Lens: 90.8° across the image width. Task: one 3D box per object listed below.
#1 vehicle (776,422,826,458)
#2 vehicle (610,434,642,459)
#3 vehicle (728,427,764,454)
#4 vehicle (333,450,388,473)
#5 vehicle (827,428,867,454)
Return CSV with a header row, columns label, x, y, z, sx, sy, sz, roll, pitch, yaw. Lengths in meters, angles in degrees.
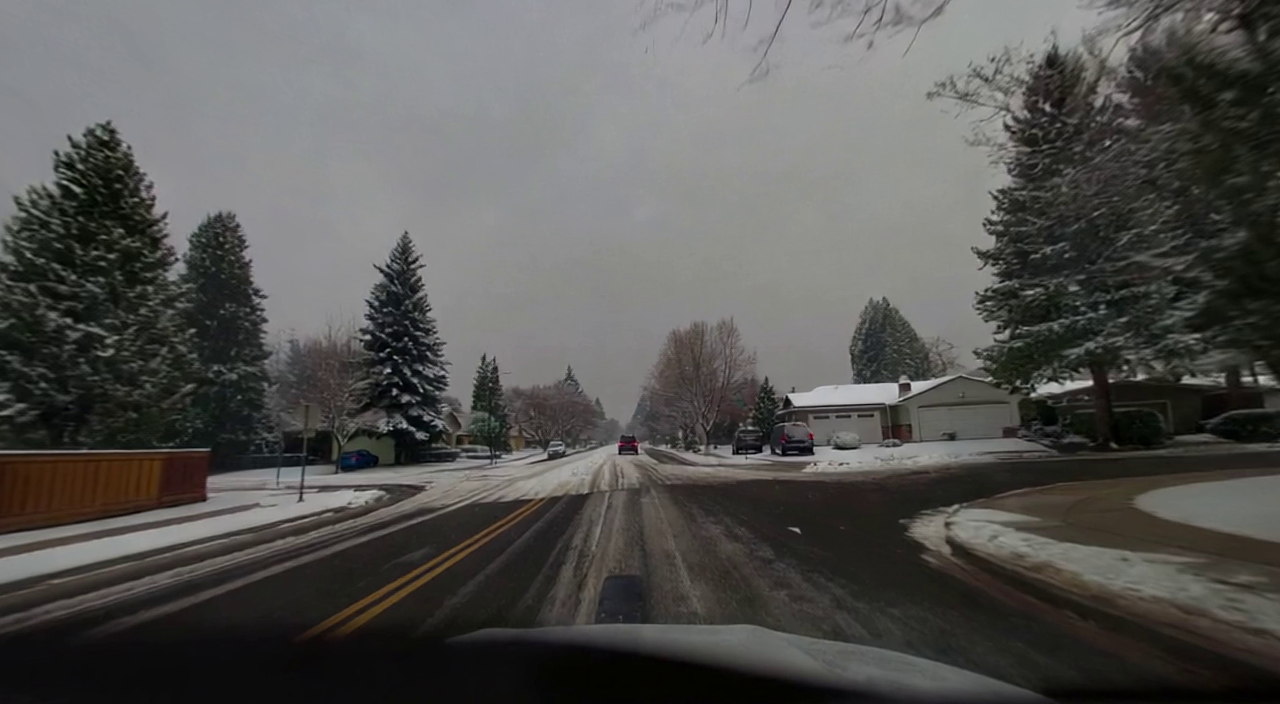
label,x,y,z,sx,sy,sz,roll,pitch,yaw
vehicle,9.434,5.247,37.484,2.333,1.933,5.662,-1,-9,9
vehicle,-0.988,6.715,44.969,2.116,1.711,4.155,0,-8,-1
vehicle,7.597,6.443,45.700,2.130,1.836,4.464,-1,-9,5
vehicle,-20.176,7.886,45.791,1.917,1.499,4.569,0,-8,0
vehicle,12.745,5.533,39.064,1.972,1.528,3.891,-2,-9,13
